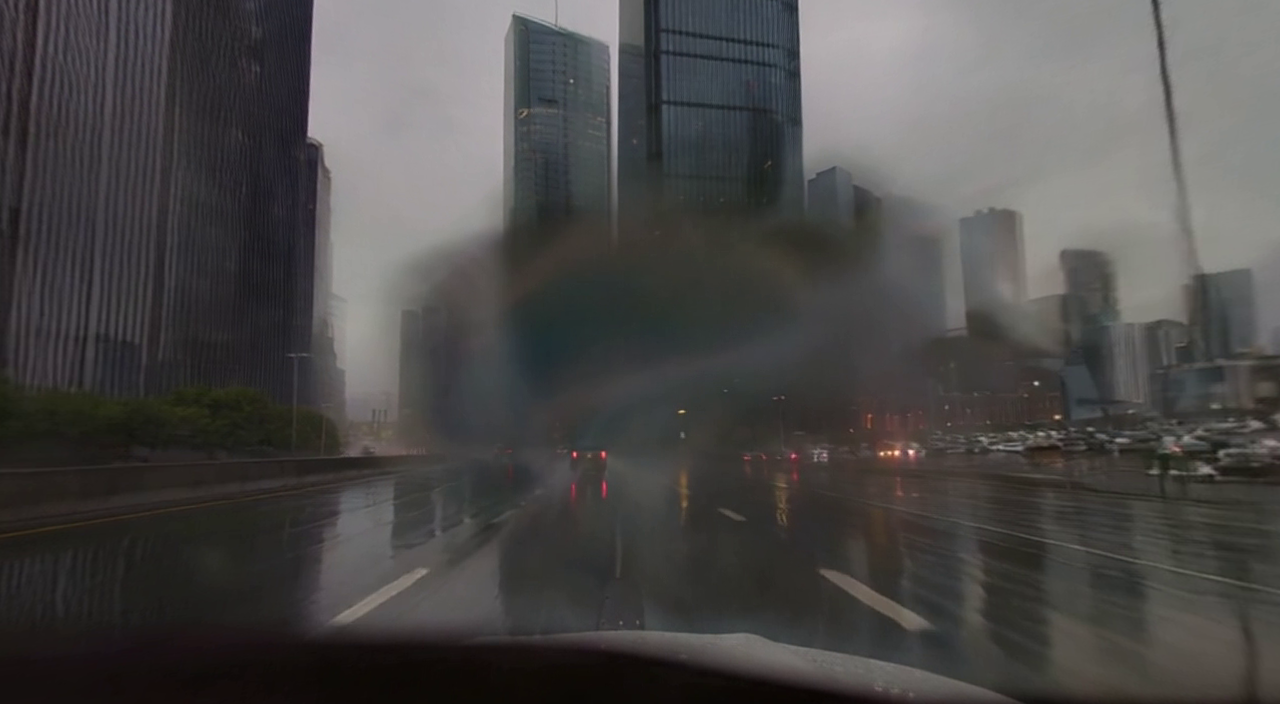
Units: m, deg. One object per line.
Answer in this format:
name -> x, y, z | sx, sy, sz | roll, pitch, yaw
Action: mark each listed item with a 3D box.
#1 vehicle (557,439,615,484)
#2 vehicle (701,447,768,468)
vehicle -> -2.256, 4.533, 26.386 | 2.183, 1.675, 4.319 | 1, -9, -5
vehicle -> 6.931, 7.768, 46.453 | 4.645, 1.505, 2.100 | 0, -9, 0
